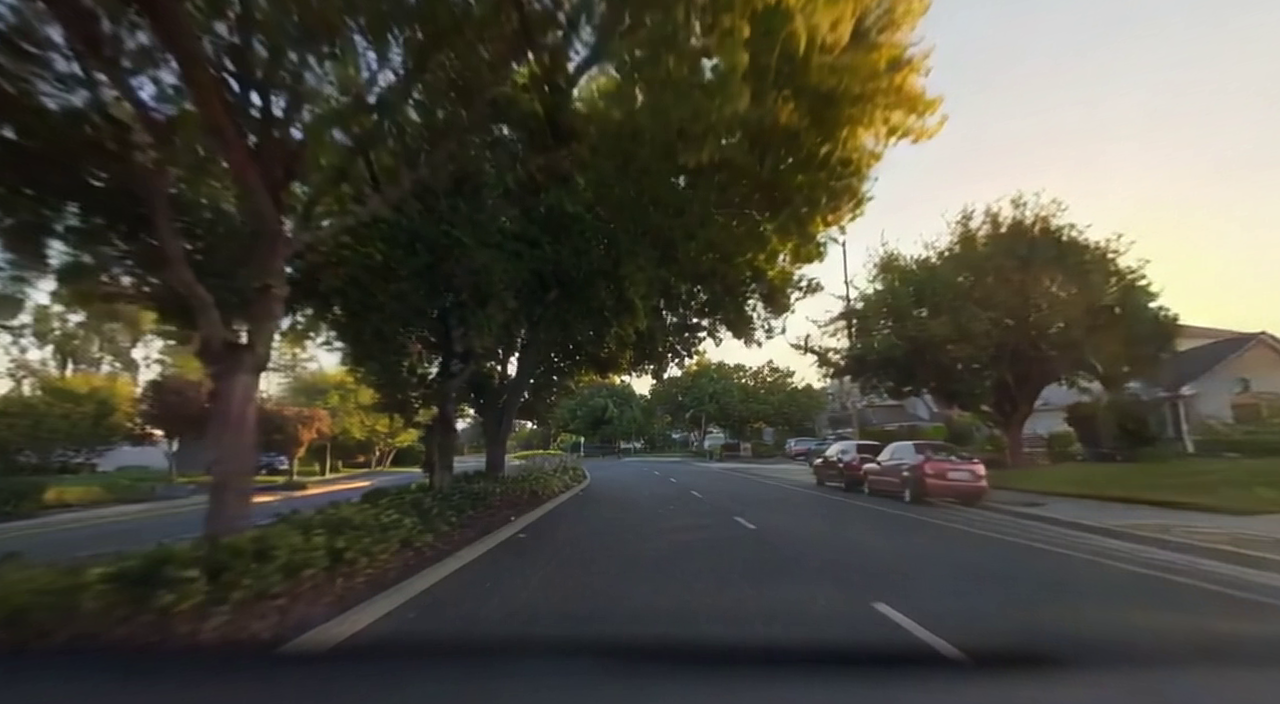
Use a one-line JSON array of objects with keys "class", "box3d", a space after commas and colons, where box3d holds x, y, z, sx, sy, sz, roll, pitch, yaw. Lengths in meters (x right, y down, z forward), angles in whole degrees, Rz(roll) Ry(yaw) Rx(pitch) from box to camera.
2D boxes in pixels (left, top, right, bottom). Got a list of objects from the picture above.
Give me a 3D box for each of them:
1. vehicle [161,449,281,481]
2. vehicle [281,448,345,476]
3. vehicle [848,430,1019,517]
[{"class": "vehicle", "box3d": [-20.159, 5.430, 30.540, 4.367, 1.466, 1.980, 0, -8, -2]}, {"class": "vehicle", "box3d": [-18.810, 6.313, 36.598, 1.998, 1.492, 4.660, 1, -9, -11]}, {"class": "vehicle", "box3d": [6.763, 2.823, 15.255, 1.996, 1.745, 4.556, 0, -8, 1]}]
